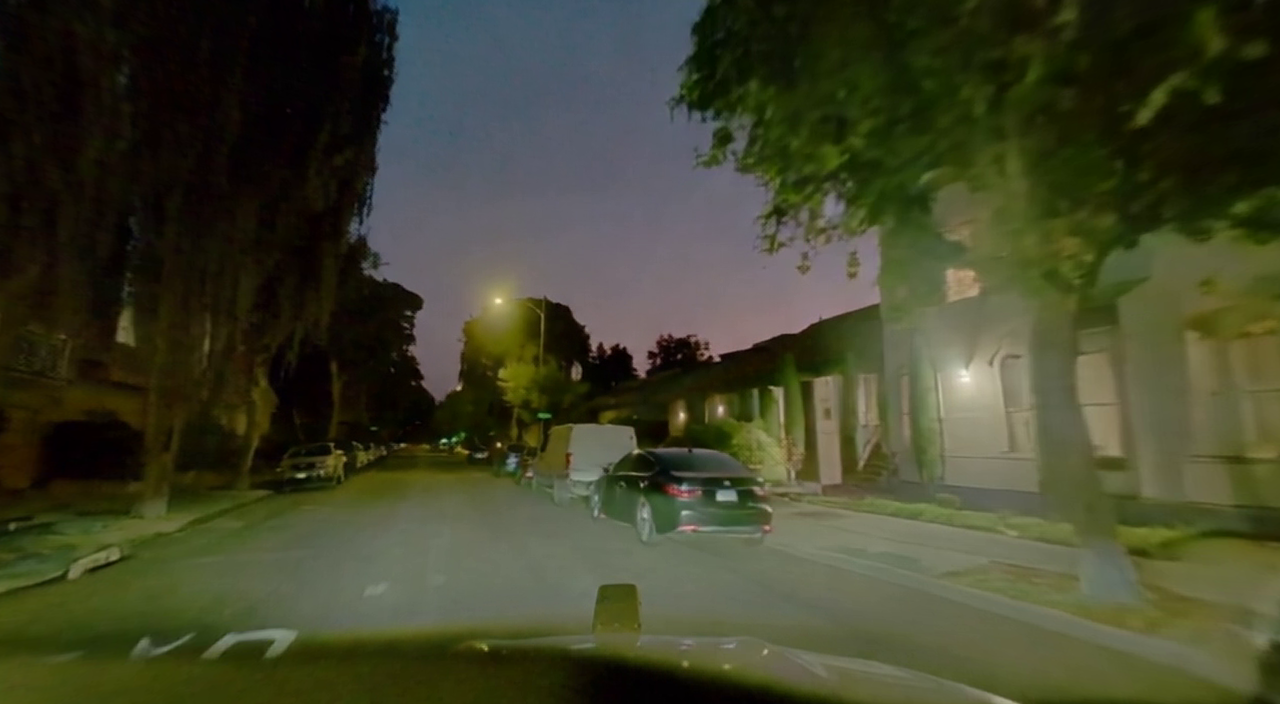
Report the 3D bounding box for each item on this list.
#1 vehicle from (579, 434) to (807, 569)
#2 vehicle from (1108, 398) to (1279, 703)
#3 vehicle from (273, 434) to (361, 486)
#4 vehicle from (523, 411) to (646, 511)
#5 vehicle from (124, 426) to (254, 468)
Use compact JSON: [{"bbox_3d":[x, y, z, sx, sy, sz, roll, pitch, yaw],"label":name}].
[{"bbox_3d":[0.501,2.083,9.876,1.828,1.442,4.476,2,-6,-20],"label":"vehicle"},{"bbox_3d":[4.790,1.108,3.289,4.030,1.648,1.827,4,-9,-23],"label":"vehicle"},{"bbox_3d":[-10.724,3.592,21.249,1.908,1.493,4.806,6,-10,-19],"label":"vehicle"},{"bbox_3d":[-1.605,2.619,16.211,1.993,2.129,4.893,2,-6,-19],"label":"vehicle"},{"bbox_3d":[-19.457,4.080,27.387,4.153,1.550,2.029,3,-2,-20],"label":"vehicle"}]
